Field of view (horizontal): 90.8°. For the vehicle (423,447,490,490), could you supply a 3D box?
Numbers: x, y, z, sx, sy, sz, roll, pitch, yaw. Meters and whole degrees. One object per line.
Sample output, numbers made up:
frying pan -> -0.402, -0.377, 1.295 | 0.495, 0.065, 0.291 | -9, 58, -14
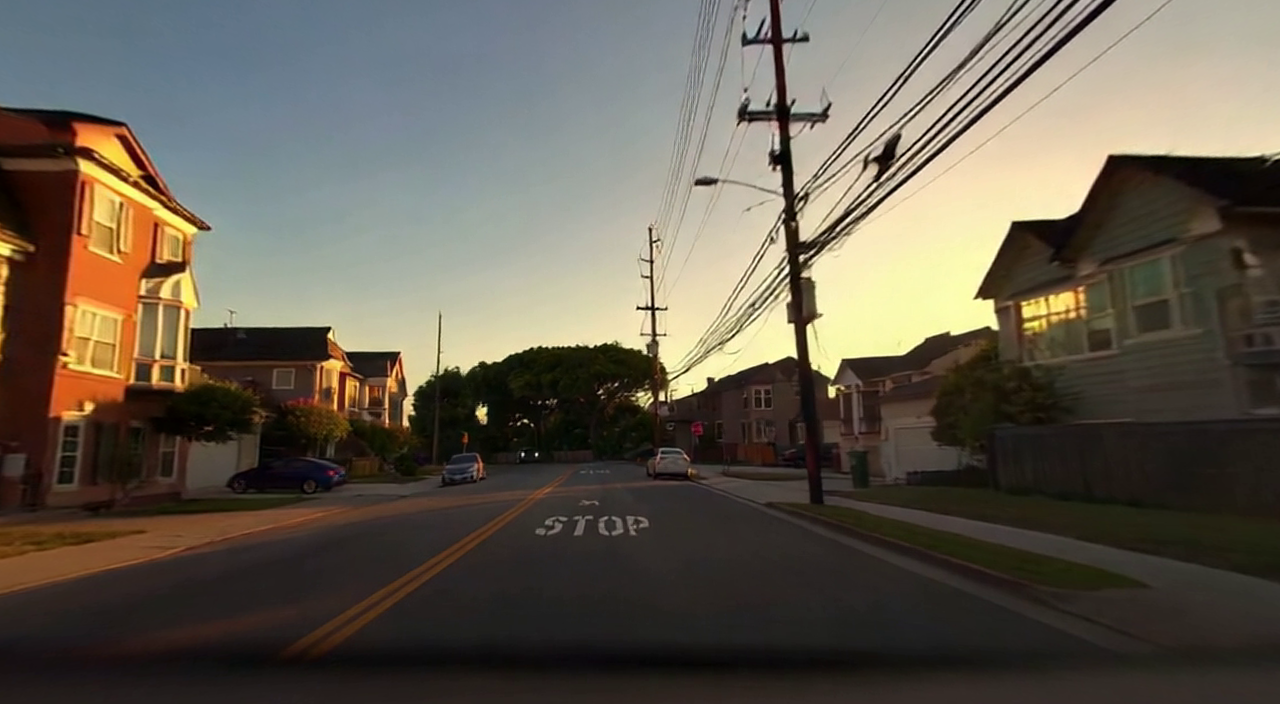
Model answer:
vehicle -> -8.930, 5.641, 31.145 | 2.156, 1.728, 4.619 | -2, -7, -3

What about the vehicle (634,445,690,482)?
vehicle -> 0.924, 5.055, 29.043 | 2.080, 1.531, 4.415 | 0, -8, -4

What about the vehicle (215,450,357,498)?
vehicle -> -13.552, 4.659, 24.392 | 4.266, 1.674, 1.933 | 0, -8, -4
